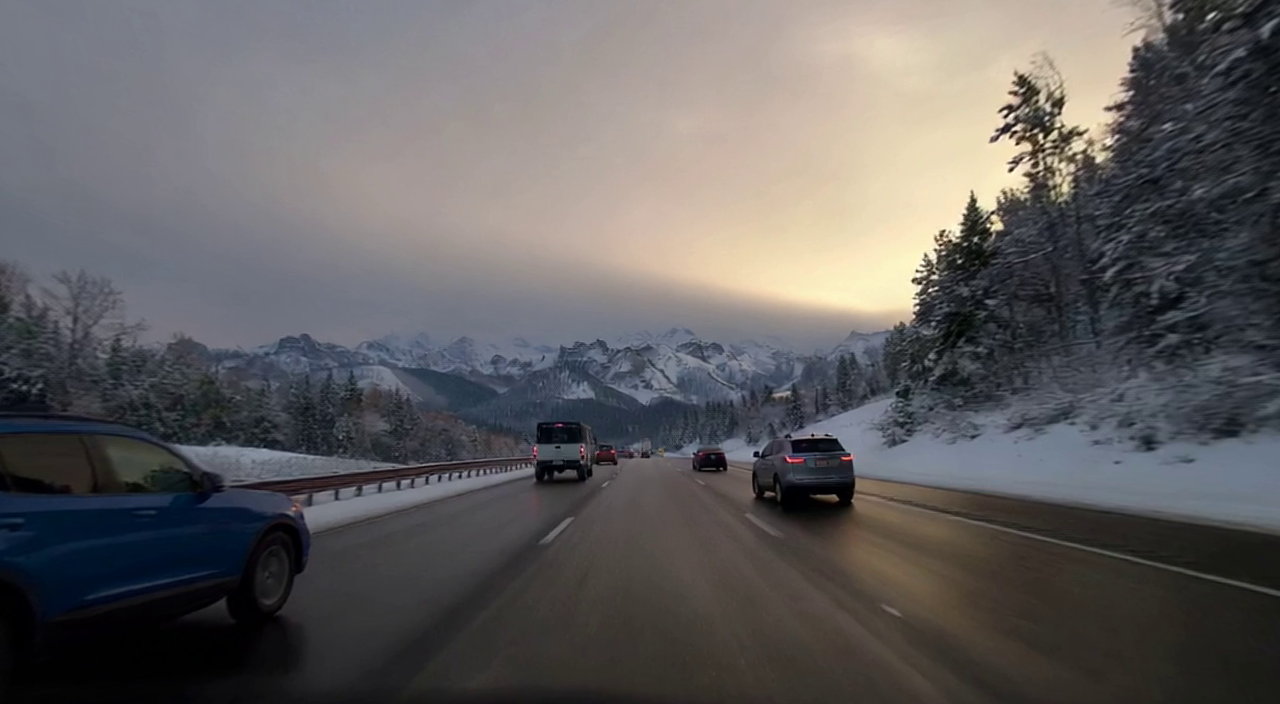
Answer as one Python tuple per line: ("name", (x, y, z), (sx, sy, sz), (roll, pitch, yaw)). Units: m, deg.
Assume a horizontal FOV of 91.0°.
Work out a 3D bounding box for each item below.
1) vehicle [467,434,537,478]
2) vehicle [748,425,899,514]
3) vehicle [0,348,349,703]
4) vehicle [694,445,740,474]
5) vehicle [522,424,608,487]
("vehicle", (-6.520, 4.973, 30.323), (2.149, 1.922, 4.976), (0, -9, 1))
("vehicle", (3.918, 2.614, 14.439), (2.066, 1.696, 4.604), (0, -9, 0))
("vehicle", (-3.728, 0.986, 3.537), (2.080, 1.716, 4.207), (0, -9, 1))
("vehicle", (4.494, 6.321, 37.220), (2.071, 1.570, 4.637), (0, -9, -1))
("vehicle", (-2.684, 3.932, 24.134), (2.494, 2.136, 5.539), (0, -9, 1))
